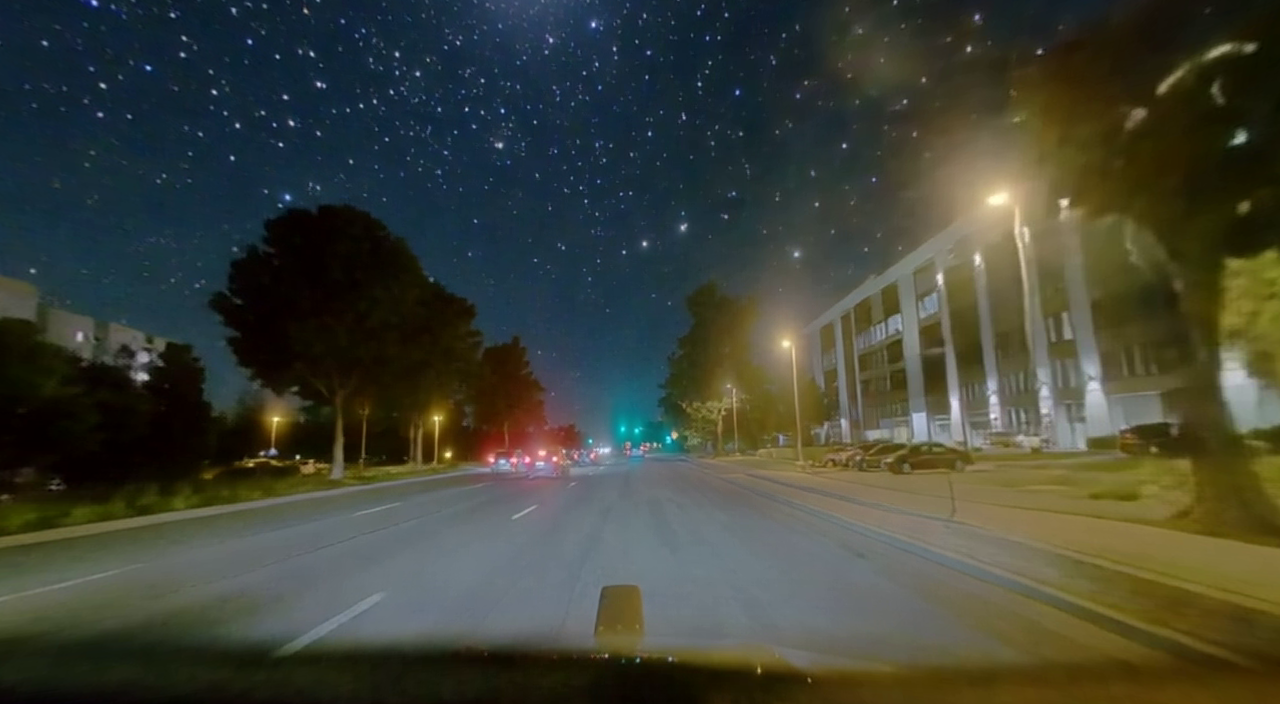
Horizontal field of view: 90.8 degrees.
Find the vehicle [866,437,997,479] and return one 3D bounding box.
[{"bbox_3d":[12.991,4.740,28.395,4.790,1.439,2.034,-5,-8,1],"label":"vehicle"}]

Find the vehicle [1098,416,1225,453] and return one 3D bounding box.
[{"bbox_3d":[25.121,4.013,30.563,4.154,1.662,2.113,-1,-8,1],"label":"vehicle"}]

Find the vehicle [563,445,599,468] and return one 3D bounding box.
[{"bbox_3d":[-3.900,6.958,42.244,1.971,1.414,4.317,0,-8,1],"label":"vehicle"}]

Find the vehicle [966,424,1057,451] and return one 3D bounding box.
[{"bbox_3d":[25.480,5.894,43.452,4.939,1.818,1.989,1,-8,-1],"label":"vehicle"}]

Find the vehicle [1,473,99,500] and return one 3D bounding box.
[{"bbox_3d":[-37.075,8.460,39.781,4.232,1.578,1.759,1,-9,-2],"label":"vehicle"}]

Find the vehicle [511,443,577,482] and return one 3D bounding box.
[{"bbox_3d":[-3.962,4.636,26.969,2.011,1.483,4.596,0,-8,1],"label":"vehicle"}]

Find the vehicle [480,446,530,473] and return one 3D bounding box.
[{"bbox_3d":[-8.169,6.501,38.596,1.976,1.497,4.709,0,-8,1],"label":"vehicle"}]
